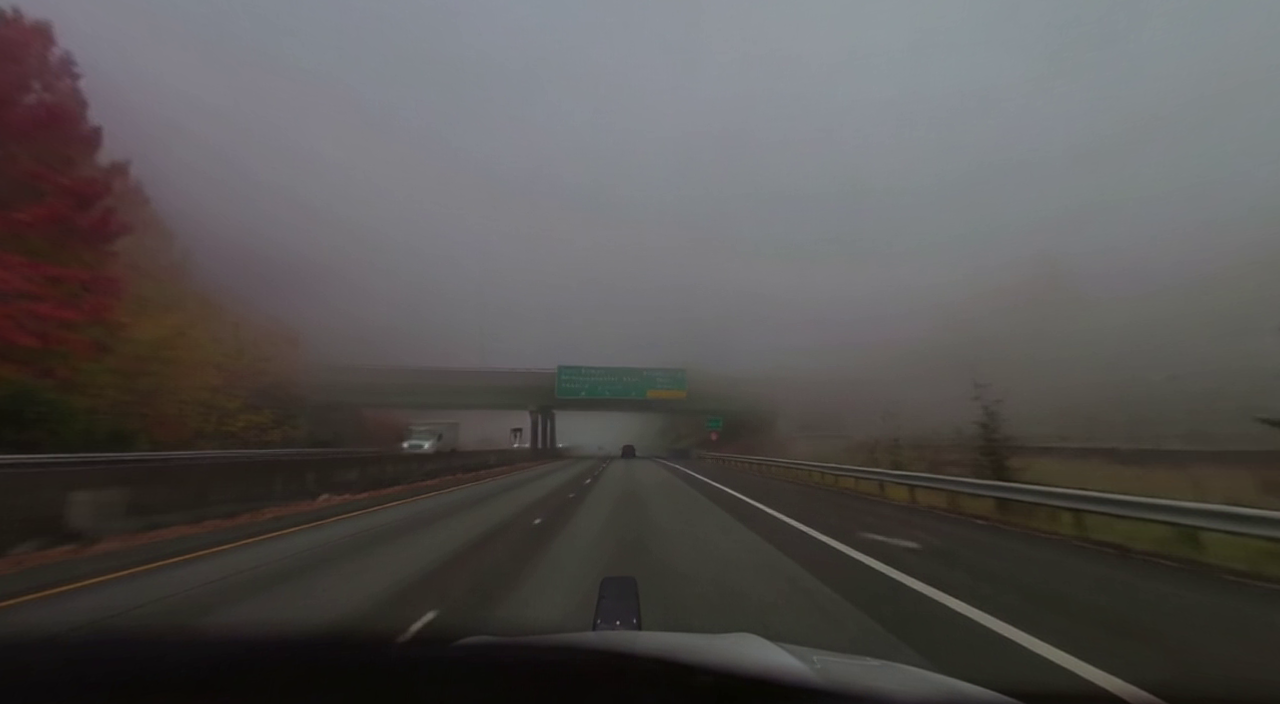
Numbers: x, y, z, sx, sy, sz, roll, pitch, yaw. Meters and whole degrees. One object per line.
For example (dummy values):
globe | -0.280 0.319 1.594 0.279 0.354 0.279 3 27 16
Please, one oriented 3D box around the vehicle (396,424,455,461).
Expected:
vehicle | -15.714 6.712 46.275 2.424 2.516 5.610 0 -9 -1
